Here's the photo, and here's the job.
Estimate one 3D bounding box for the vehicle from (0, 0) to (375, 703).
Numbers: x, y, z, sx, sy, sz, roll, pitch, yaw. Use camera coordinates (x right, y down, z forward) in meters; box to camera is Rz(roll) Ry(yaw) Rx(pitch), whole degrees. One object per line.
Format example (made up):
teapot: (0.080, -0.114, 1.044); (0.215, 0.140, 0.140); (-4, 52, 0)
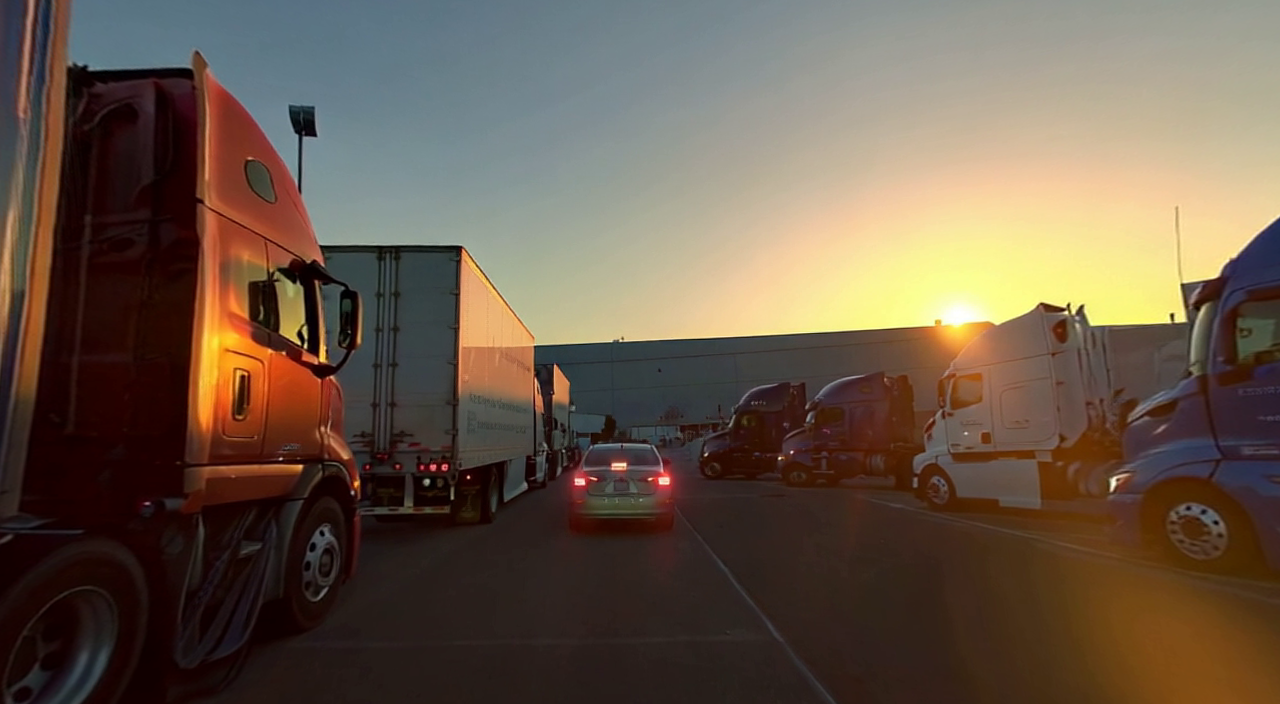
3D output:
vehicle: (-3.951, -0.092, 1.318); (2.986, 3.391, 9.523); (0, -9, -3)

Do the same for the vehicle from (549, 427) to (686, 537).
vehicle: (-0.388, 2.346, 11.842); (2.140, 1.682, 3.971); (0, -9, -1)

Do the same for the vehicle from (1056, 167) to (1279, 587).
vehicle: (11.170, -0.219, 3.957); (13.564, 4.152, 3.110); (-9, -12, 42)

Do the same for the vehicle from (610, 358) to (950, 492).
vehicle: (4.478, 3.168, 25.727); (2.877, 4.124, 14.516); (4, -9, -41)
